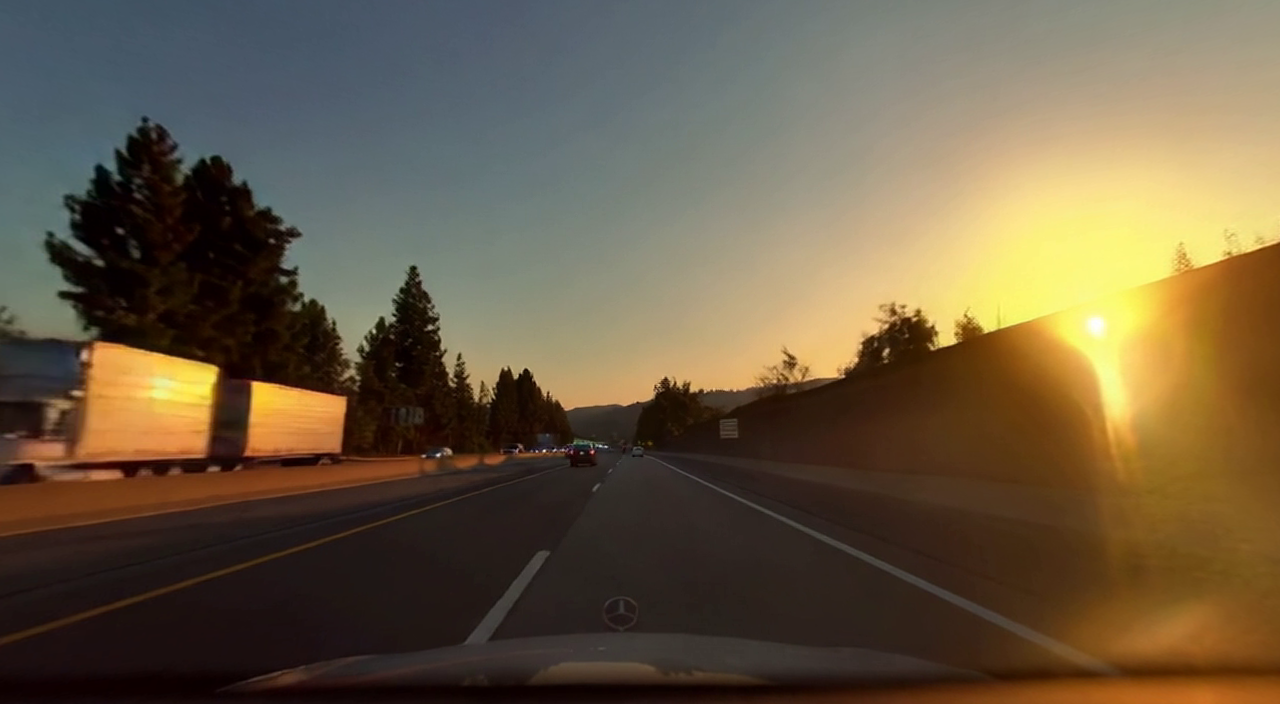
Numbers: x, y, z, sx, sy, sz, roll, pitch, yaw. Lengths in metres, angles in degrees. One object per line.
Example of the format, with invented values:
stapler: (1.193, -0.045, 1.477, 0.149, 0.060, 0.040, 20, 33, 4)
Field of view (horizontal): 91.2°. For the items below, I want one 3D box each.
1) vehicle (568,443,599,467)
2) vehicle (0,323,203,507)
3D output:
vehicle: (-4.194, 7.710, 47.166, 2.098, 1.692, 4.038, 0, -9, -1)
vehicle: (-16.359, 1.962, 18.141, 2.959, 4.473, 5.911, 0, -9, -1)
